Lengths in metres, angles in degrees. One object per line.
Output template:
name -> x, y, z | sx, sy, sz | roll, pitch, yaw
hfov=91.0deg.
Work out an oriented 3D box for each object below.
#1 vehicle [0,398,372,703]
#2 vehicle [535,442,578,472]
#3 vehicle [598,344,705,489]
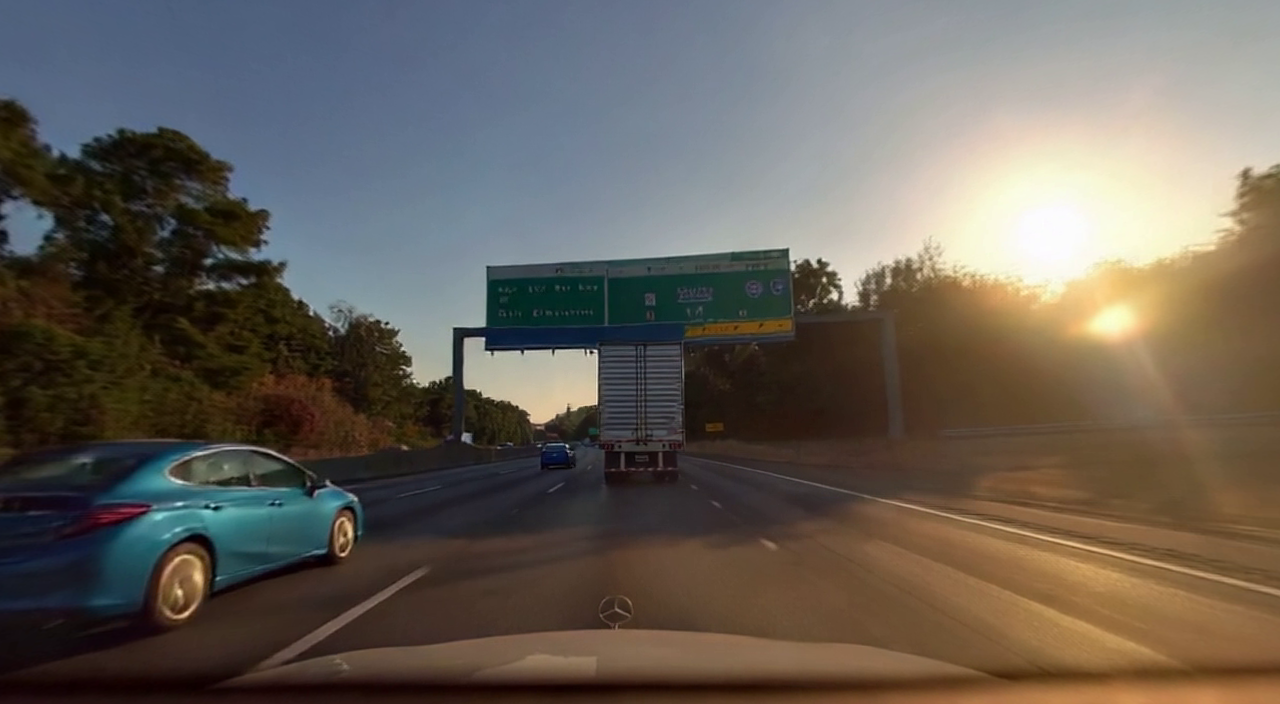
vehicle -> -4.227, 1.293, 4.955 | 2.116, 1.571, 4.849 | 0, -8, 0
vehicle -> -4.591, 5.814, 35.243 | 1.854, 1.530, 4.268 | 0, -8, 0
vehicle -> 0.246, 2.610, 23.613 | 3.073, 4.196, 10.546 | 0, -8, -1
